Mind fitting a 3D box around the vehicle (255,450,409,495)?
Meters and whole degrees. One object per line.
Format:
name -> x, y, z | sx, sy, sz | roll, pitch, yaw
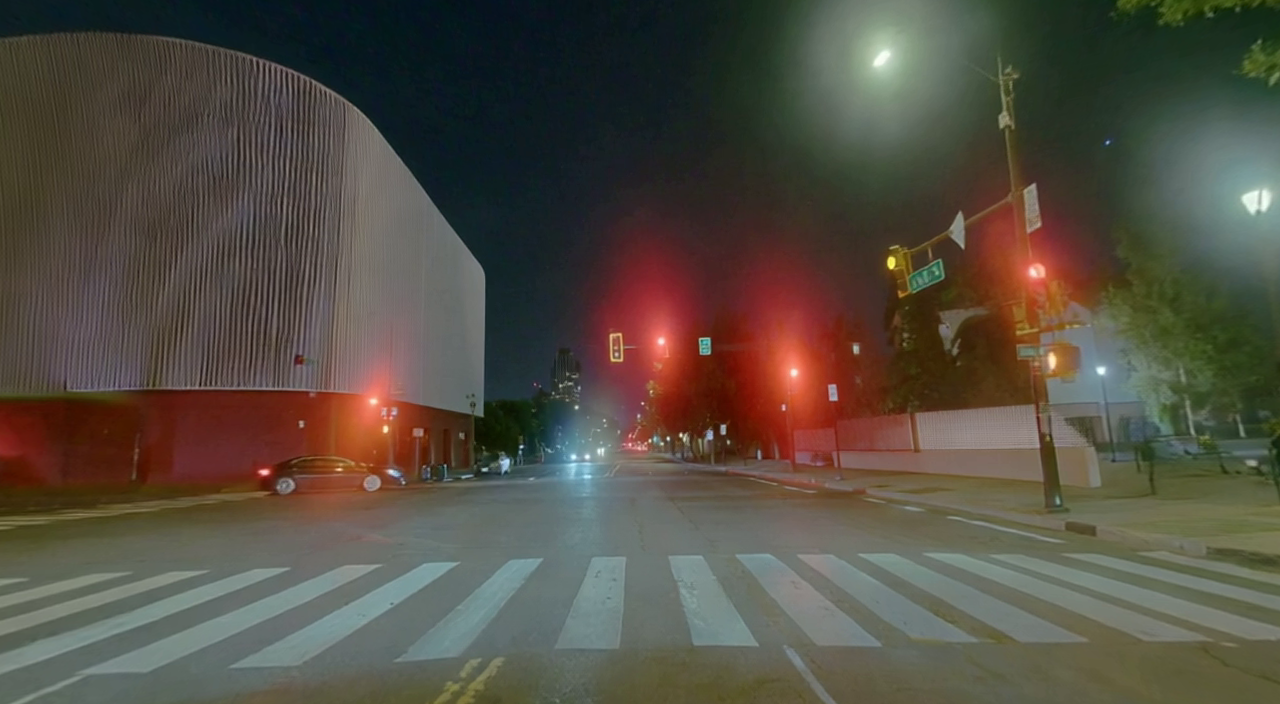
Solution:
vehicle -> -11.222, 4.350, 23.253 | 4.833, 1.452, 2.088 | 4, -9, -27
